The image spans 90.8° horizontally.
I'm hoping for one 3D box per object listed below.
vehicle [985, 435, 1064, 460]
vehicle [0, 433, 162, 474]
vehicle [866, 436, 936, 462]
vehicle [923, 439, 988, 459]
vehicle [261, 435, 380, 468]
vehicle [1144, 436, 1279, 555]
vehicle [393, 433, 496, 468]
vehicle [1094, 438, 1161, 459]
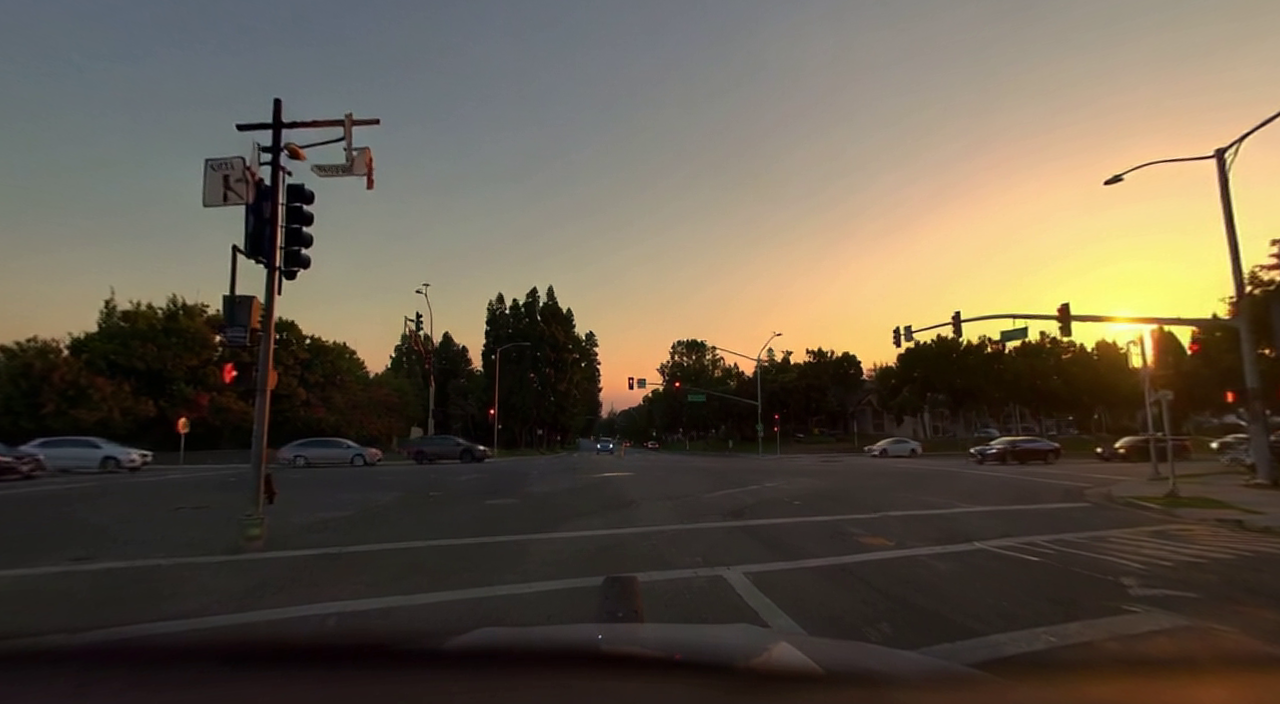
[{"bbox_3d":[26.169,6.504,43.019,4.481,1.561,2.001,3,-9,-16],"label":"vehicle"},{"bbox_3d":[-21.824,3.912,24.444,4.849,1.476,1.935,3,-9,-18],"label":"vehicle"},{"bbox_3d":[15.675,5.823,37.839,4.516,1.468,1.962,7,-11,-40],"label":"vehicle"},{"bbox_3d":[24.070,7.392,48.203,4.352,1.456,1.794,3,-9,-19],"label":"vehicle"},{"bbox_3d":[-15.361,4.775,30.476,4.912,1.485,1.922,5,-10,-29],"label":"vehicle"},{"bbox_3d":[9.228,1.874,7.887,1.993,1.505,4.721,4,-9,0],"label":"vehicle"},{"bbox_3d":[-9.347,4.721,30.356,4.331,1.544,1.896,5,-10,-32],"label":"vehicle"},{"bbox_3d":[35.919,7.090,46.563,4.533,1.471,1.772,4,-9,-22],"label":"vehicle"}]
